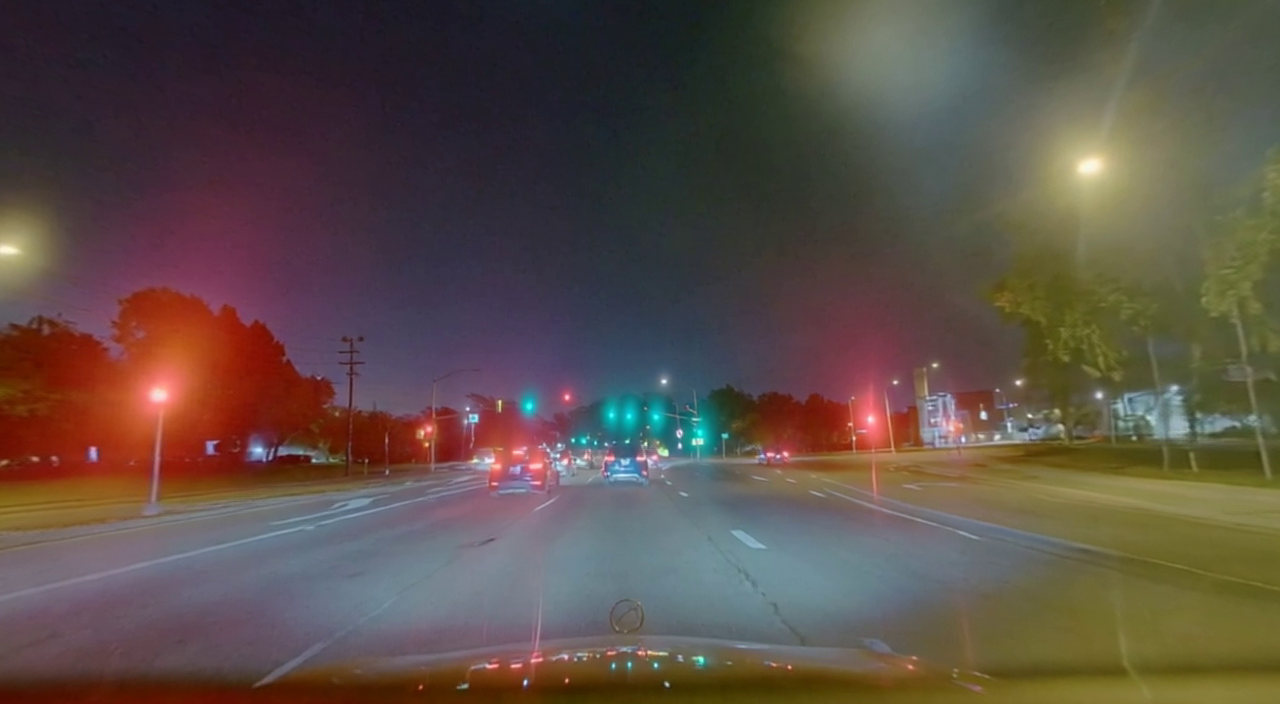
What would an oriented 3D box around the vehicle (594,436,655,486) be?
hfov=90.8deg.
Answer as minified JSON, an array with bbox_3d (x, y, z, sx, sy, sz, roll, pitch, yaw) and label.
[{"bbox_3d":[-0.581,4.381,25.688,2.276,1.850,3.897,0,-8,0],"label":"vehicle"}]

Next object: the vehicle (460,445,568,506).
[{"bbox_3d":[-3.368,3.384,17.818,2.064,1.464,4.373,0,-8,1],"label":"vehicle"}]
